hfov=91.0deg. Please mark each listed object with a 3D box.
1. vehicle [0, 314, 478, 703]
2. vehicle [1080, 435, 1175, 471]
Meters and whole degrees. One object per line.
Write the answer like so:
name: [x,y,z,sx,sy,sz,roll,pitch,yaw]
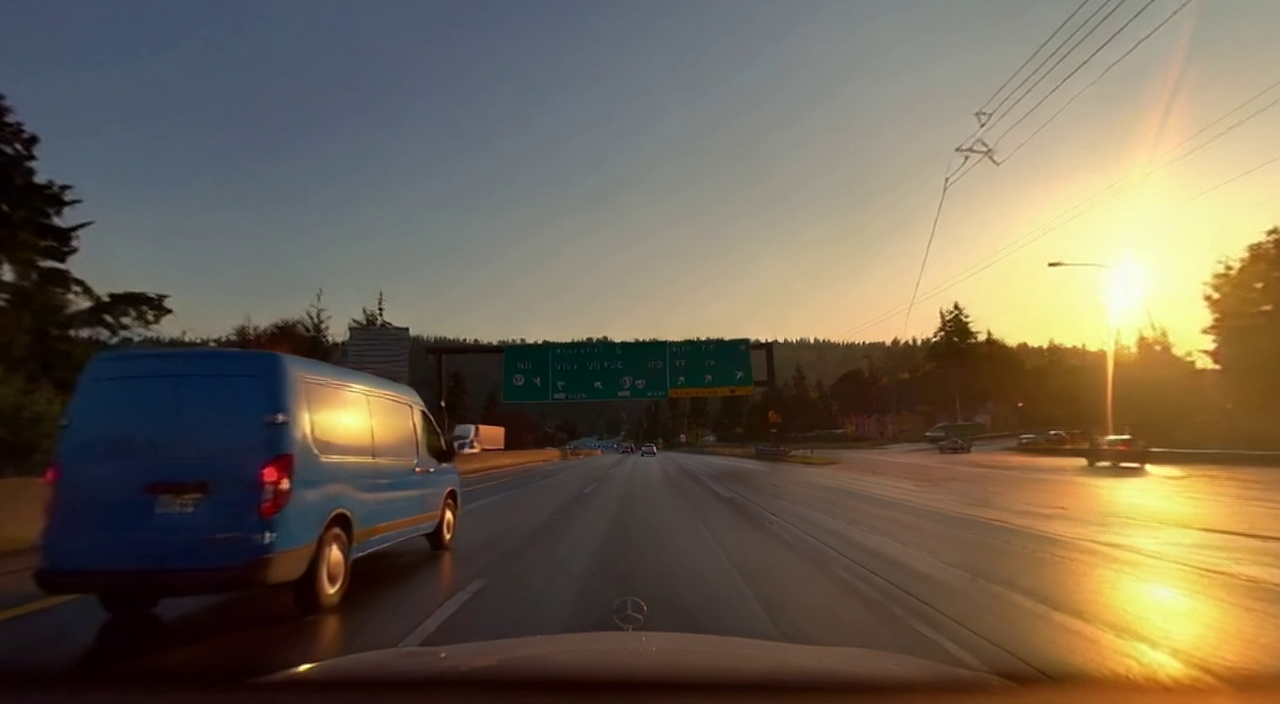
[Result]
vehicle: [-3.249,1.121,5.619,2.281,2.025,4.586,0,-8,1]
vehicle: [21.573,4.476,28.018,1.859,1.498,3.547,-2,-8,12]
